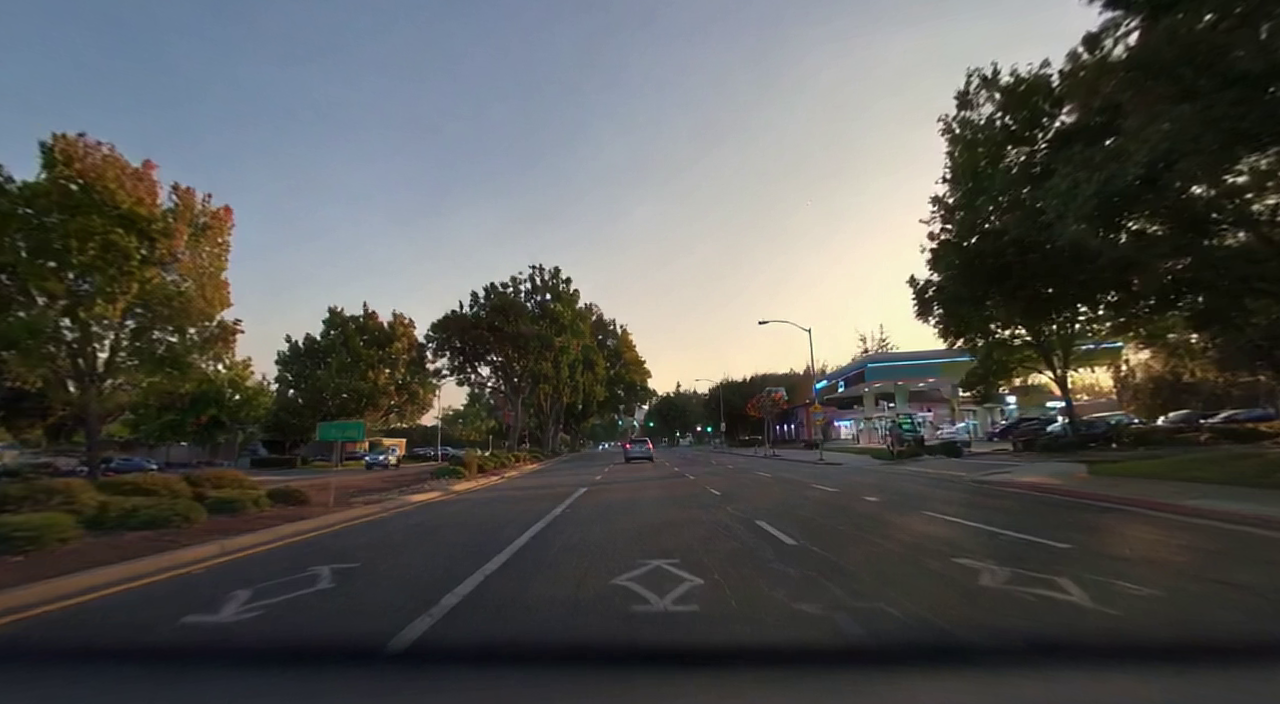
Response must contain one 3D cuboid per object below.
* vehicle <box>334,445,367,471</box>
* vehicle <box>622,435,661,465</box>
[{"bbox_3d":[-20.373,7.433,44.337,1.909,1.720,4.390,3,-9,-24],"label":"vehicle"},{"bbox_3d":[0.049,5.930,38.123,2.213,1.715,4.242,0,-8,-1],"label":"vehicle"}]
